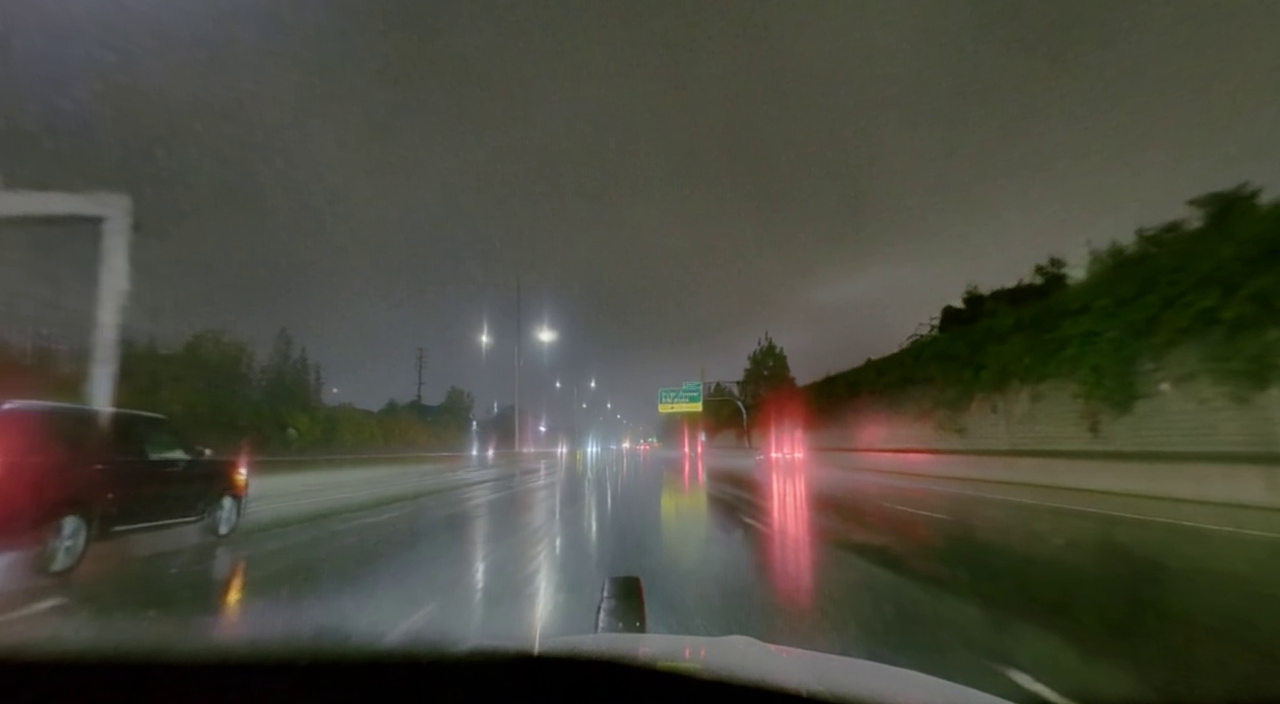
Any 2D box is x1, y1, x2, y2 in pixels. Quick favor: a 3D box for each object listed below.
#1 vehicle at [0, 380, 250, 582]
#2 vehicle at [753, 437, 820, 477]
[{"bbox_3d":[-7.630,1.503,7.651,2.431,2.005,5.166,0,-9,0],"label":"vehicle"},{"bbox_3d":[7.052,5.091,30.777,2.167,1.781,4.340,0,-9,-1],"label":"vehicle"}]
